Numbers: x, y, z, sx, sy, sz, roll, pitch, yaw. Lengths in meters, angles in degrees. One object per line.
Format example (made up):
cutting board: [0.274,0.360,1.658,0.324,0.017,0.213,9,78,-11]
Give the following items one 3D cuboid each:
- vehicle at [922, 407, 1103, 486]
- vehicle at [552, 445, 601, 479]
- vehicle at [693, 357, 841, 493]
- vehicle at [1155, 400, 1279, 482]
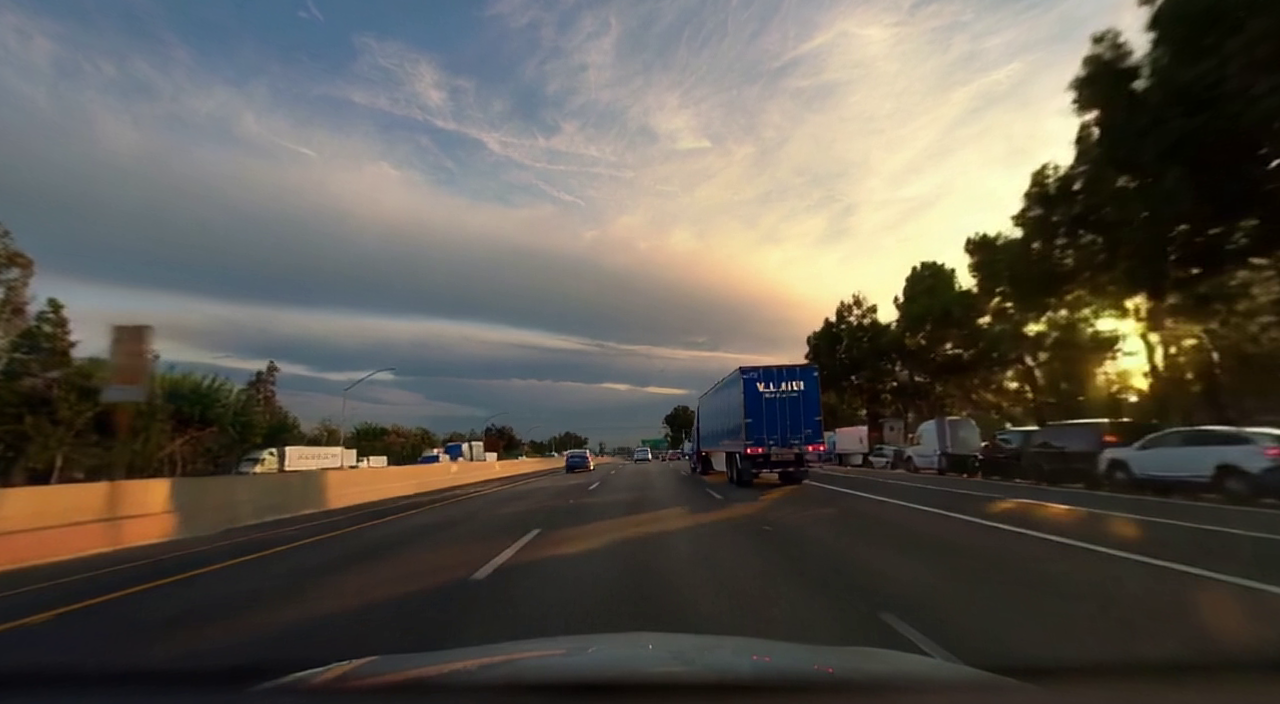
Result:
vehicle: [17.773,4.705,31.300,2.809,3.269,10.050,0,-9,0]
vehicle: [-3.252,5.754,33.158,2.107,1.626,4.804,0,-9,-1]
vehicle: [4.368,3.235,25.940,2.847,4.075,14.244,0,-9,-1]
vehicle: [34.462,4.541,32.459,2.942,4.130,11.672,7,-12,-44]
